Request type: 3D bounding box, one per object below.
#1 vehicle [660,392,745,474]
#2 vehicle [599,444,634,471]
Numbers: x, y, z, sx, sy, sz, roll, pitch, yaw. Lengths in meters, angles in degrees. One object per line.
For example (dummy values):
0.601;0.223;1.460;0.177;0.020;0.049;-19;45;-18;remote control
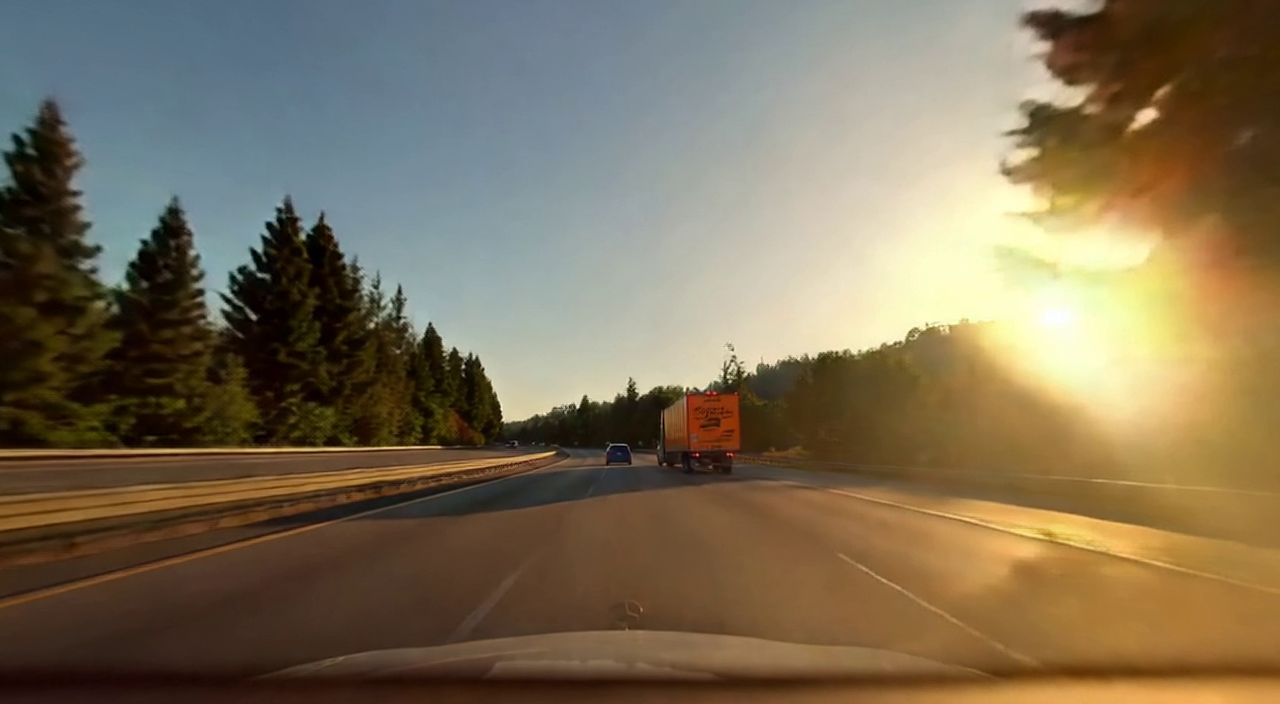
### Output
3.333;5.089;38.307;2.951;4.012;14.203;1;-9;-3;vehicle
-1.353;6.042;36.210;1.913;1.460;3.610;0;-9;-2;vehicle
